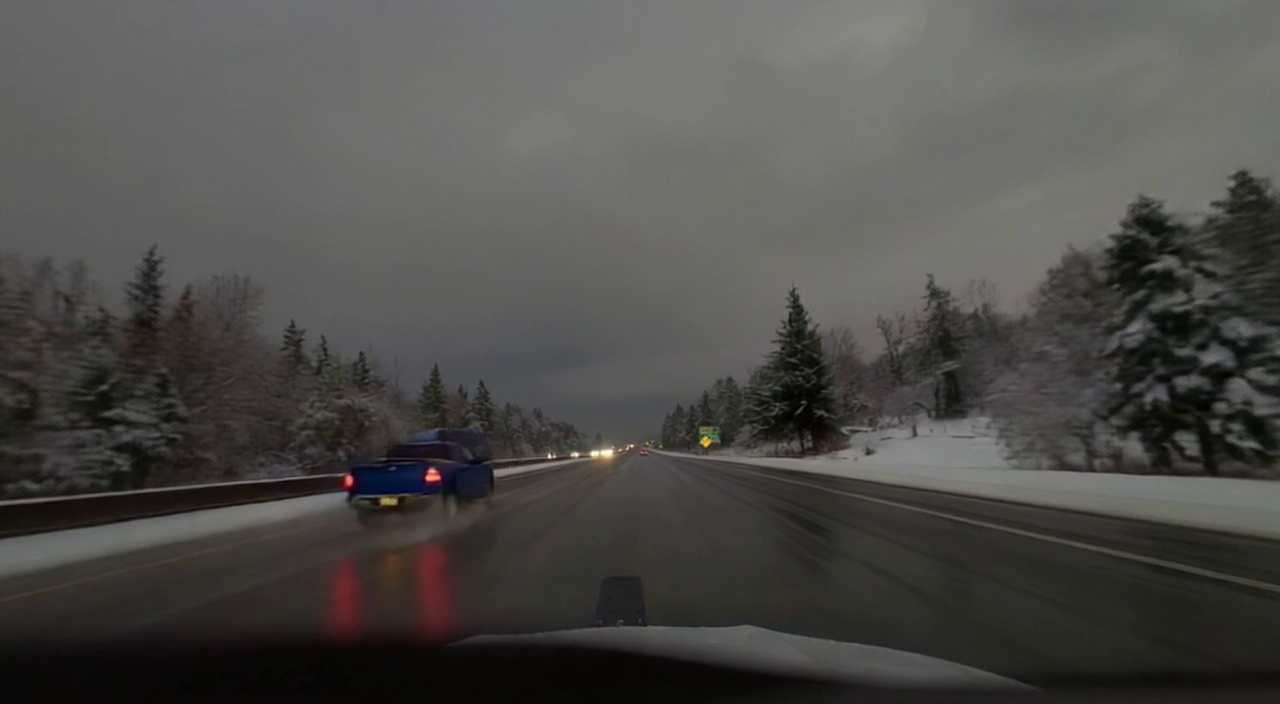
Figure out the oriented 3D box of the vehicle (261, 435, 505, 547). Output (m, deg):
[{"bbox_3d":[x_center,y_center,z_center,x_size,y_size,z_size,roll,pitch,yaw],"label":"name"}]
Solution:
[{"bbox_3d":[-4.128,2.344,11.433,2.128,1.521,5.409,0,-9,1],"label":"vehicle"}]
